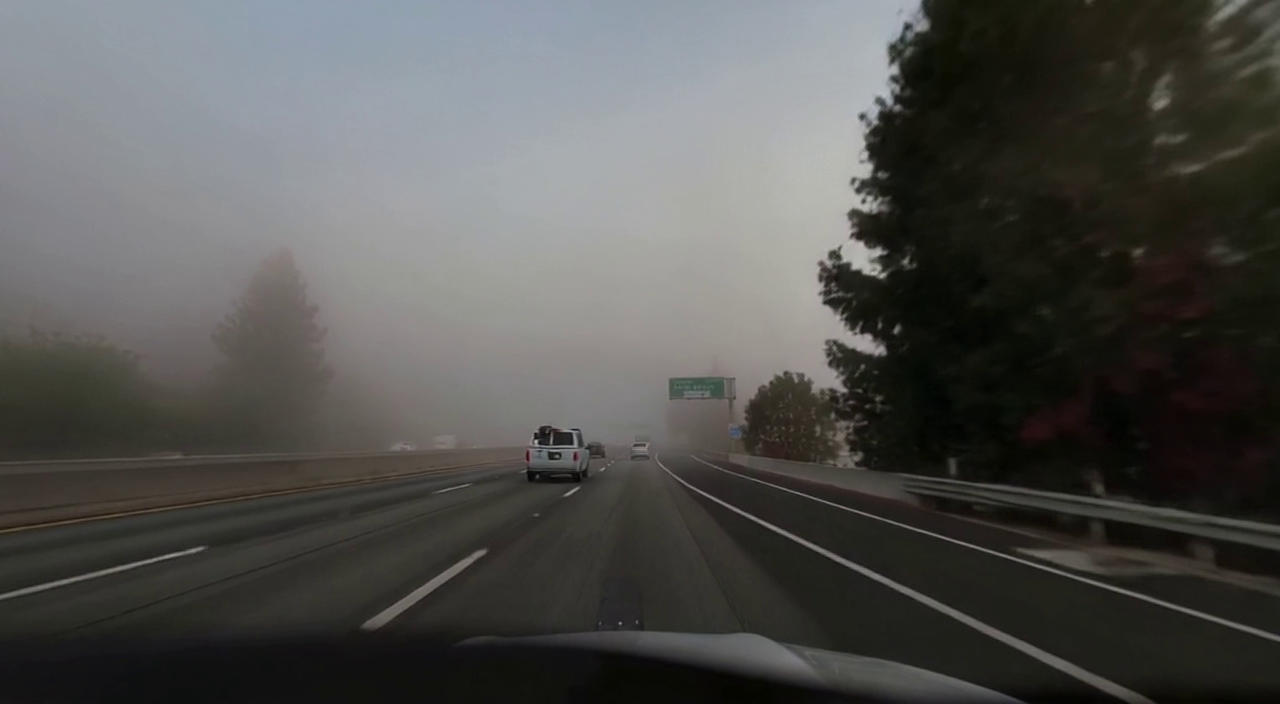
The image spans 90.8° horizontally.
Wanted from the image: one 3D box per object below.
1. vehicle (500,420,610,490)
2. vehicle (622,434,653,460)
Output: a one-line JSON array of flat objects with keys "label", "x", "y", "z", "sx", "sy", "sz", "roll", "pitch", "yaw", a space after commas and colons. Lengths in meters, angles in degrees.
[{"label": "vehicle", "x": -2.529, "y": 3.313, "z": 20.536, "sx": 2.497, "sy": 1.957, "sz": 5.432, "roll": -1, "pitch": -9, "yaw": 3}, {"label": "vehicle", "x": -0.174, "y": 7.321, "z": 48.530, "sx": 2.306, "sy": 1.857, "sz": 4.657, "roll": 0, "pitch": -9, "yaw": 0}]
